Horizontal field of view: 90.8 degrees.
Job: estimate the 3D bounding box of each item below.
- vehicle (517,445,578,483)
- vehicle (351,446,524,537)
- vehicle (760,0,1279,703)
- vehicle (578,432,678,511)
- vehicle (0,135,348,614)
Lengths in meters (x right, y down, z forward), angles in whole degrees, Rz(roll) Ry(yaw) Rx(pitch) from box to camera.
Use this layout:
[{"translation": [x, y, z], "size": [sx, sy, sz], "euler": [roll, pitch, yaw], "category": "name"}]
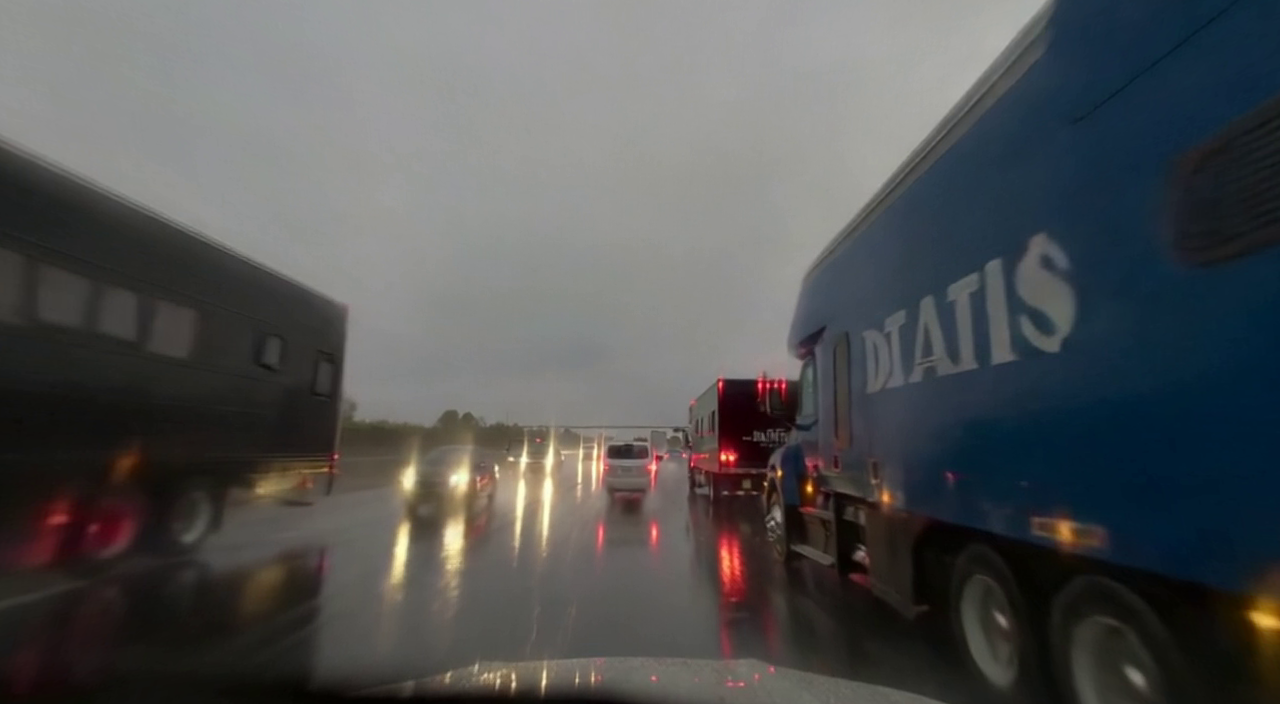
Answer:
[{"translation": [-4.105, 5.072, 28.845], "size": [2.023, 1.576, 4.784], "euler": [0, -9, 1], "category": "vehicle"}, {"translation": [-3.635, 2.560, 12.240], "size": [1.930, 1.431, 4.156], "euler": [0, -9, 1], "category": "vehicle"}, {"translation": [3.207, 0.168, 4.285], "size": [2.936, 3.787, 8.670], "euler": [0, -9, -1], "category": "vehicle"}, {"translation": [-0.298, 2.955, 15.985], "size": [2.201, 1.719, 4.058], "euler": [0, -9, -1], "category": "vehicle"}, {"translation": [-7.020, 0.060, 4.616], "size": [2.895, 4.121, 14.391], "euler": [0, -9, 0], "category": "vehicle"}]
